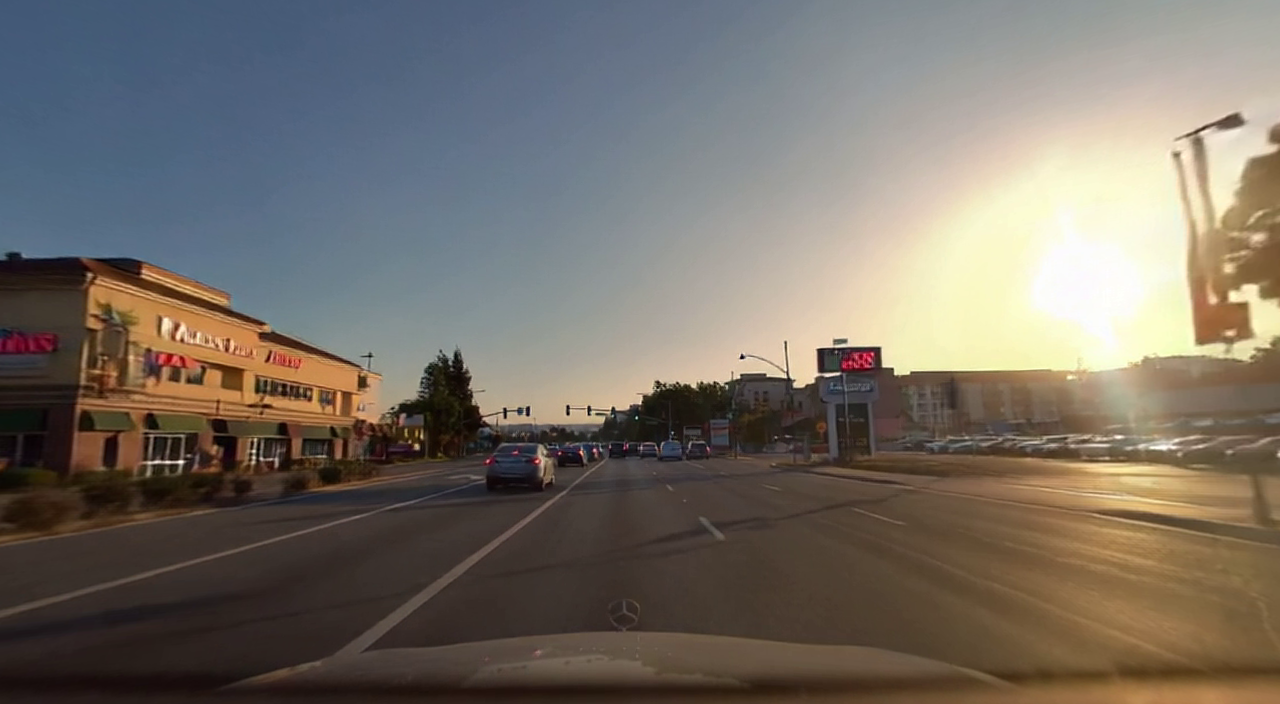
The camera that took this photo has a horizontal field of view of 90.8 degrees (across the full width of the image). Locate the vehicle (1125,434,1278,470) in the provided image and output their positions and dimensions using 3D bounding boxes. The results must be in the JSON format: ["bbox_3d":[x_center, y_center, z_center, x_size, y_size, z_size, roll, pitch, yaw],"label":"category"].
[{"bbox_3d":[24.776,4.435,28.125,4.554,1.470,2.020,-4,-9,24],"label":"vehicle"}]

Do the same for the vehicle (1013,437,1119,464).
[{"bbox_3d":[24.998,5.815,37.320,4.799,1.497,1.952,-4,-9,22],"label":"vehicle"}]

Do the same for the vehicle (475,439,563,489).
[{"bbox_3d":[-3.963,3.753,21.526,2.097,1.497,4.571,0,-9,0],"label":"vehicle"}]

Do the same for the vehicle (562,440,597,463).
[{"bbox_3d":[-4.383,7.263,46.216,2.143,1.643,4.336,0,-9,0],"label":"vehicle"}]

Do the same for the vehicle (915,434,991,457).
[{"bbox_3d":[23.336,7.006,47.321,4.824,1.693,1.984,-3,-9,20],"label":"vehicle"}]
